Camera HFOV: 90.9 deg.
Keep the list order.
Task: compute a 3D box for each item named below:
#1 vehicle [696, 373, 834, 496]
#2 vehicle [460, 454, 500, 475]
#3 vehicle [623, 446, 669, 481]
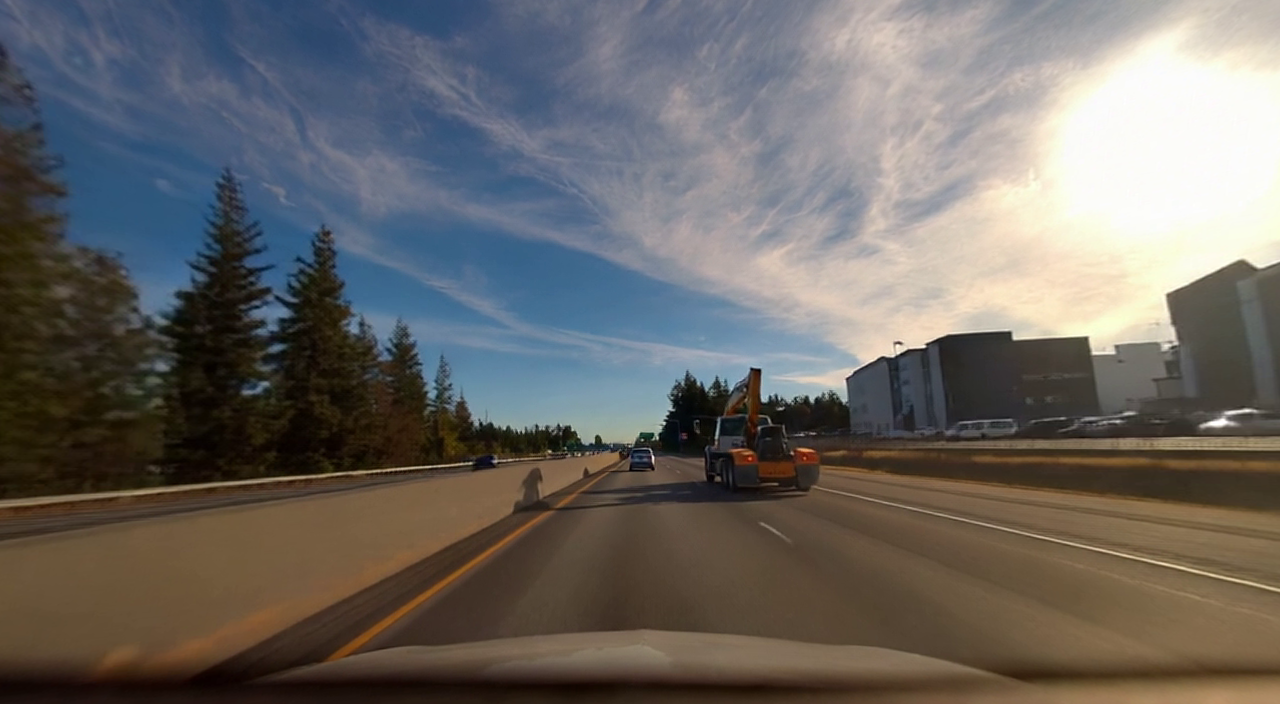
[{"bbox_3d":[3.984,3.002,22.413,3.089,3.568,8.101,0,-9,-1],"label":"vehicle"},{"bbox_3d":[-12.163,8.544,48.120,1.947,1.500,3.999,0,-9,0],"label":"vehicle"},{"bbox_3d":[0.238,5.228,29.863,2.045,1.527,4.023,0,-9,0],"label":"vehicle"}]
